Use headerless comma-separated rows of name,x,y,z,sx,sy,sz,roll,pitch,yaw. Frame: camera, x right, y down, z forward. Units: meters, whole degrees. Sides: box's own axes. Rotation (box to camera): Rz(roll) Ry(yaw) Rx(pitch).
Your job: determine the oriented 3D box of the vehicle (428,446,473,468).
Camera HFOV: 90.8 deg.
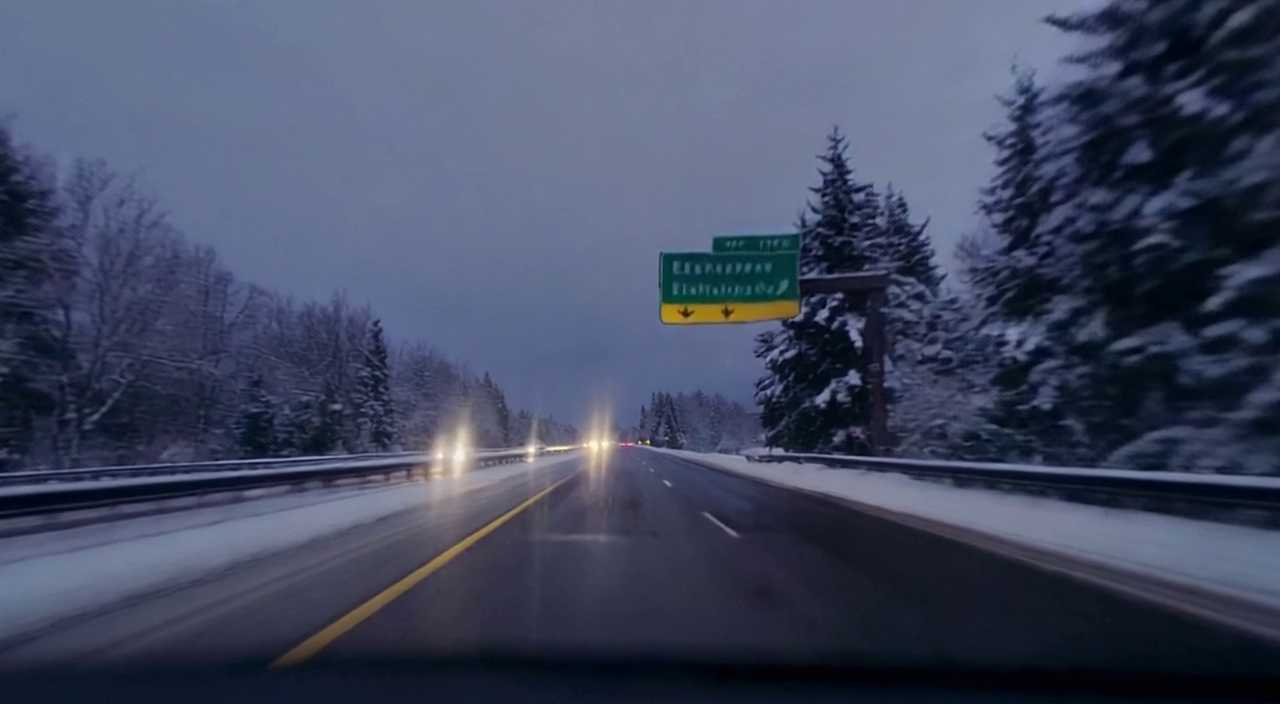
vehicle,-13.838,7.703,46.382,1.982,1.480,4.549,0,-9,-1
